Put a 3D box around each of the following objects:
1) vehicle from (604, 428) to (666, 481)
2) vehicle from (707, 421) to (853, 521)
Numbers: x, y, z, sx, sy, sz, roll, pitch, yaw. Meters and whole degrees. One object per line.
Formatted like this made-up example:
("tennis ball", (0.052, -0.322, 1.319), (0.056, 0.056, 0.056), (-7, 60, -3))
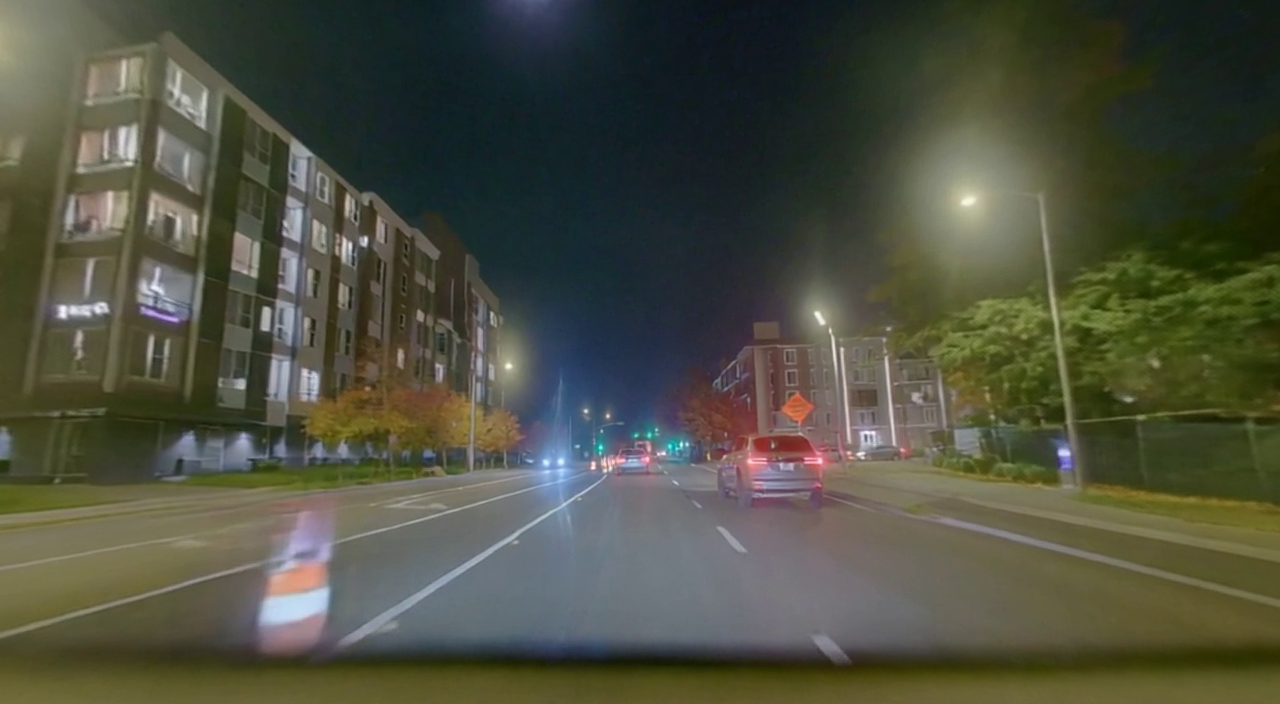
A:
("vehicle", (-0.208, 5.037, 31.098), (2.762, 2.309, 6.723), (0, -9, 0))
("vehicle", (2.883, 2.623, 14.453), (2.120, 1.828, 5.531), (0, -9, 0))
